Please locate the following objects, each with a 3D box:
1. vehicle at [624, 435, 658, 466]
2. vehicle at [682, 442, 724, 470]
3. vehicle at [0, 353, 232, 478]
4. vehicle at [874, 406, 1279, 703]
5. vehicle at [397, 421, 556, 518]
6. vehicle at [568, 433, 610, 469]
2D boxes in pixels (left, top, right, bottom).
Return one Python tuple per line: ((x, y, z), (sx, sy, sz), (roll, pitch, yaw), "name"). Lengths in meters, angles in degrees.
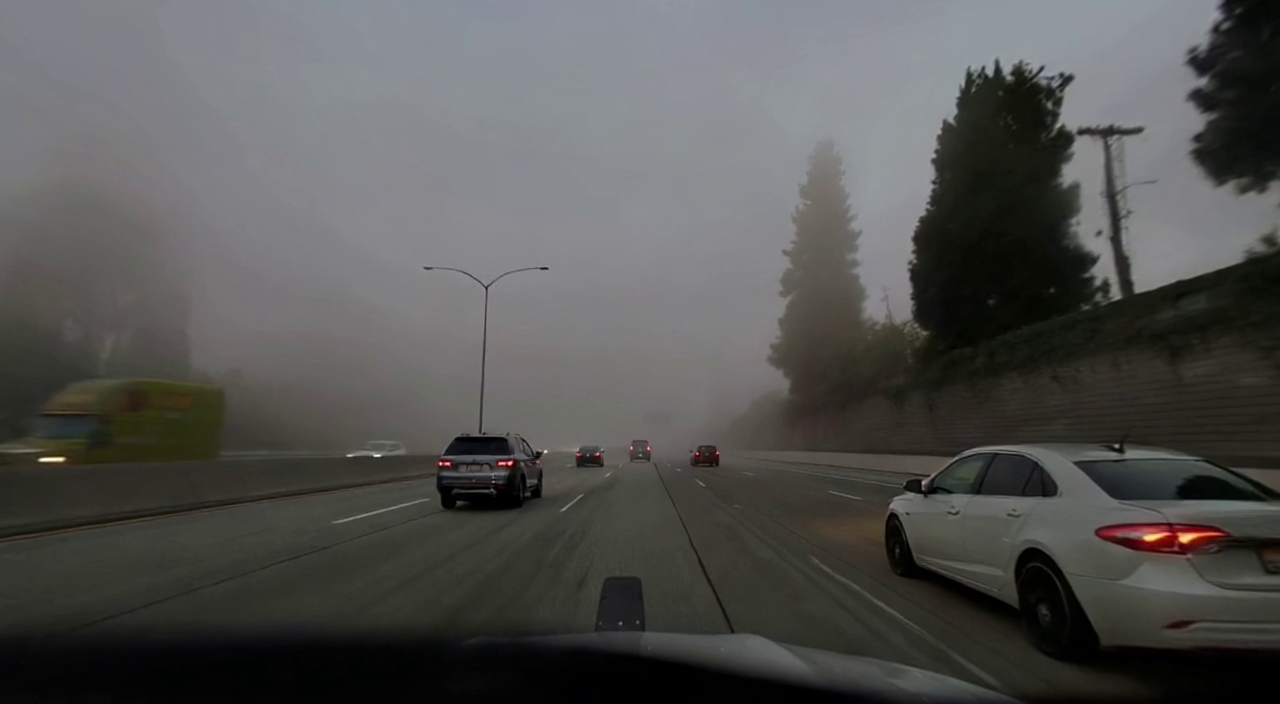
((0.050, 7.640, 49.043), (2.485, 2.215, 5.199), (0, -9, 0), "vehicle")
((4.070, 6.796, 41.311), (2.224, 1.752, 4.487), (0, -9, -1), "vehicle")
((-17.379, 2.226, 20.587), (2.874, 3.331, 7.515), (0, -9, 0), "vehicle")
((3.598, 1.327, 4.644), (1.916, 1.566, 4.611), (0, -9, -1), "vehicle")
((-3.487, 2.652, 14.761), (2.184, 1.819, 5.441), (0, -9, 1), "vehicle")
((-3.294, 6.521, 41.480), (2.378, 2.214, 4.352), (0, -9, 0), "vehicle")
